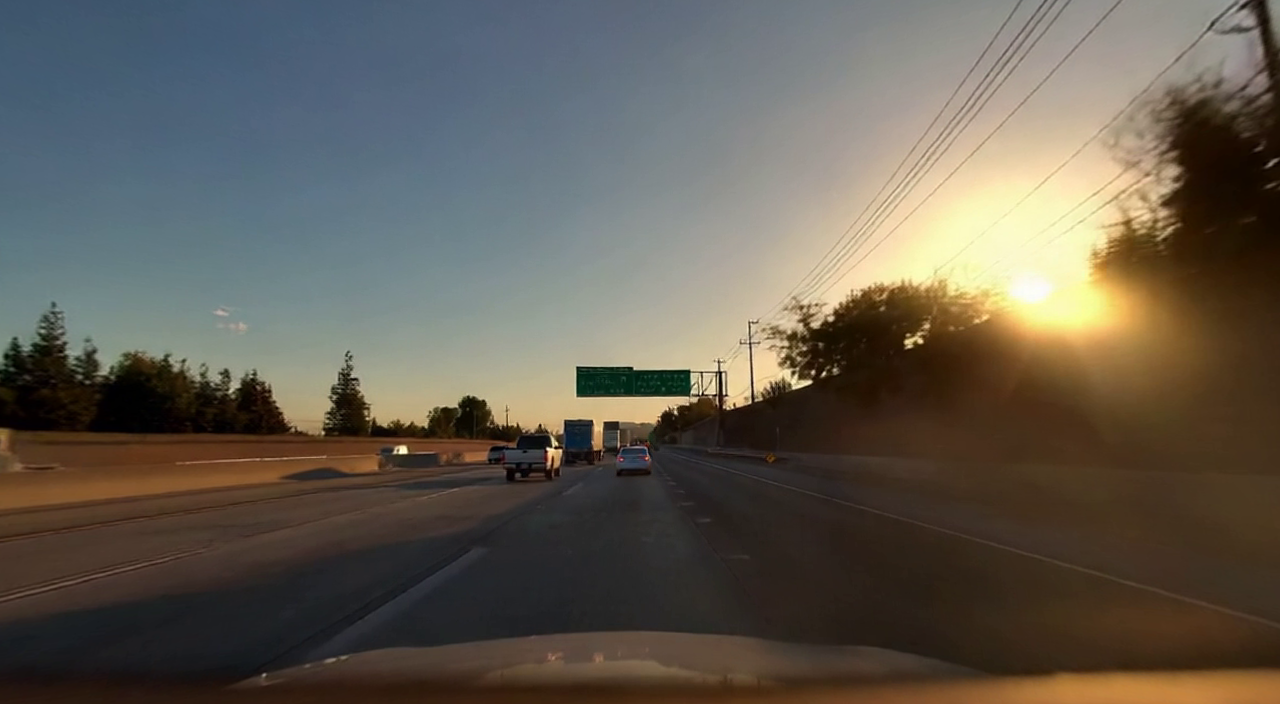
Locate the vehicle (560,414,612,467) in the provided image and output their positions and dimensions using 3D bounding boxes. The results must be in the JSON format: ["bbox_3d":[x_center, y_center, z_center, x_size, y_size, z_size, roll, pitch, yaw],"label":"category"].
[{"bbox_3d":[-3.635,6.316,44.705,2.956,3.331,9.575,0,-9,-1],"label":"vehicle"}]

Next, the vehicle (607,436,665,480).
[{"bbox_3d":[-0.142,4.293,25.803,2.178,1.640,4.071,0,-9,0],"label":"vehicle"}]

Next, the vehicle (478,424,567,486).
[{"bbox_3d":[-3.861,3.492,21.542,2.109,1.840,4.614,0,-9,0],"label":"vehicle"}]
